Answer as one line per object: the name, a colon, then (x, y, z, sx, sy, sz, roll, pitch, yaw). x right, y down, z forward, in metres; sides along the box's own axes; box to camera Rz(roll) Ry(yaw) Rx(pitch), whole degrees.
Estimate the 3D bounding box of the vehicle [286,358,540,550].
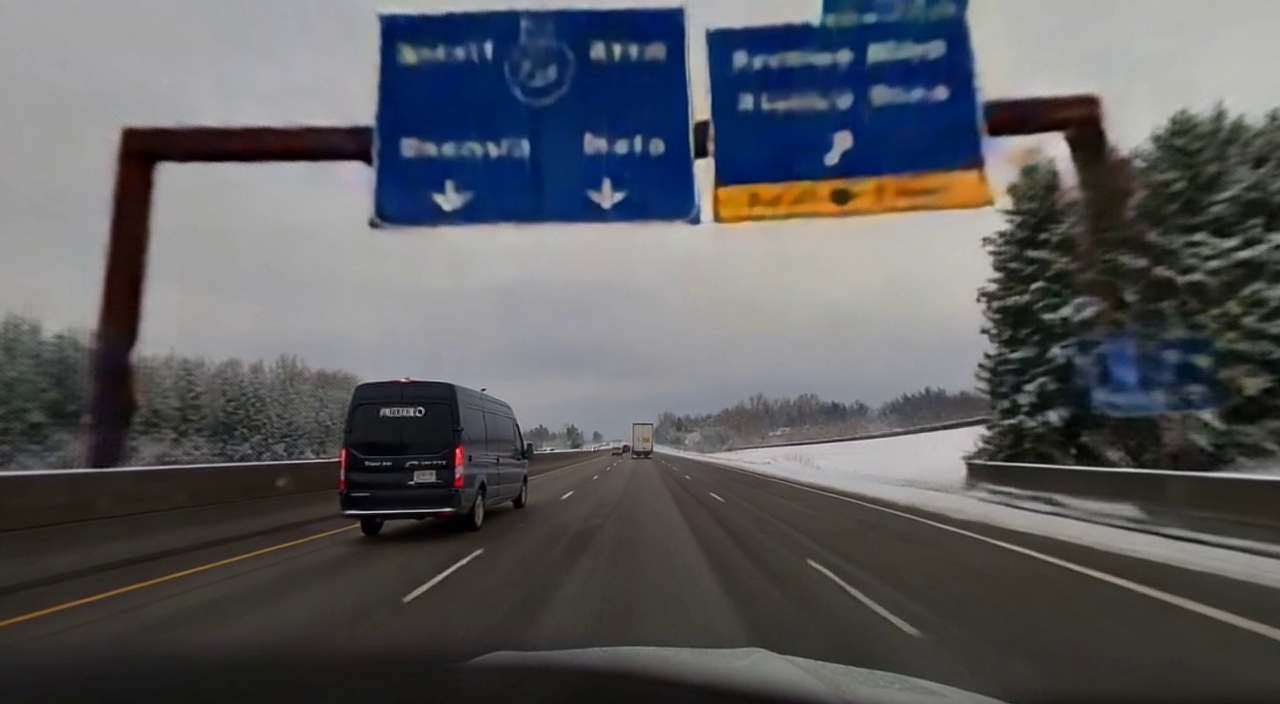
vehicle: (-3.671, 1.916, 12.224, 2.320, 2.636, 7.021, 0, -9, 0)
